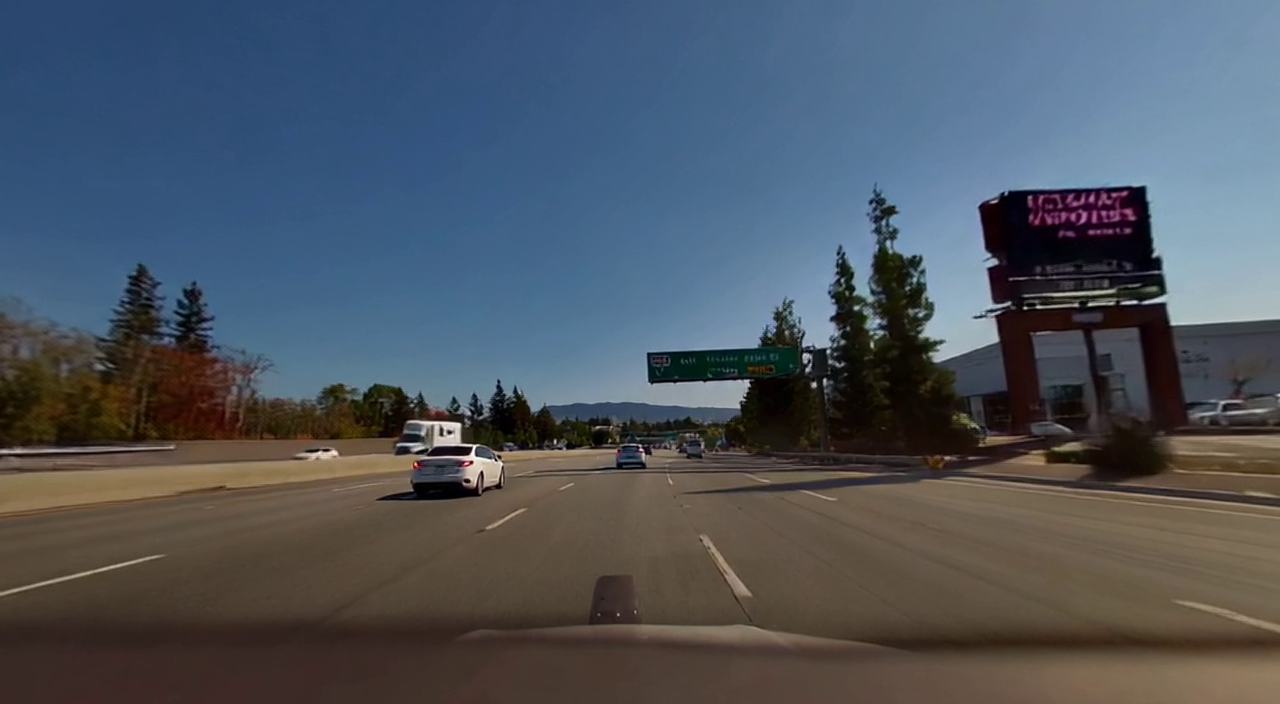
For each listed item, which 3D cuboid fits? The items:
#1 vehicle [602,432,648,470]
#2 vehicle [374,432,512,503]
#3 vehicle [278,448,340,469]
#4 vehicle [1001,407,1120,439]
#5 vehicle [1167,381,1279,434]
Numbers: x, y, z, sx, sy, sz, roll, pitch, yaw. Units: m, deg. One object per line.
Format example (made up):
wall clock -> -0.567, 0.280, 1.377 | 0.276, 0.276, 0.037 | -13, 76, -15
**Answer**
vehicle -> -0.697, 5.232, 33.420 | 2.155, 1.856, 4.796 | 0, -9, 2
vehicle -> -4.631, 2.785, 15.665 | 1.907, 1.483, 4.562 | 0, -9, 1
vehicle -> -25.568, 8.221, 48.987 | 1.872, 1.473, 4.725 | -1, -9, 6
vehicle -> 20.703, 3.521, 31.232 | 4.487, 1.477, 1.804 | -1, -9, 4
vehicle -> 21.410, 1.997, 22.985 | 3.961, 1.663, 1.906 | 0, -7, -28
